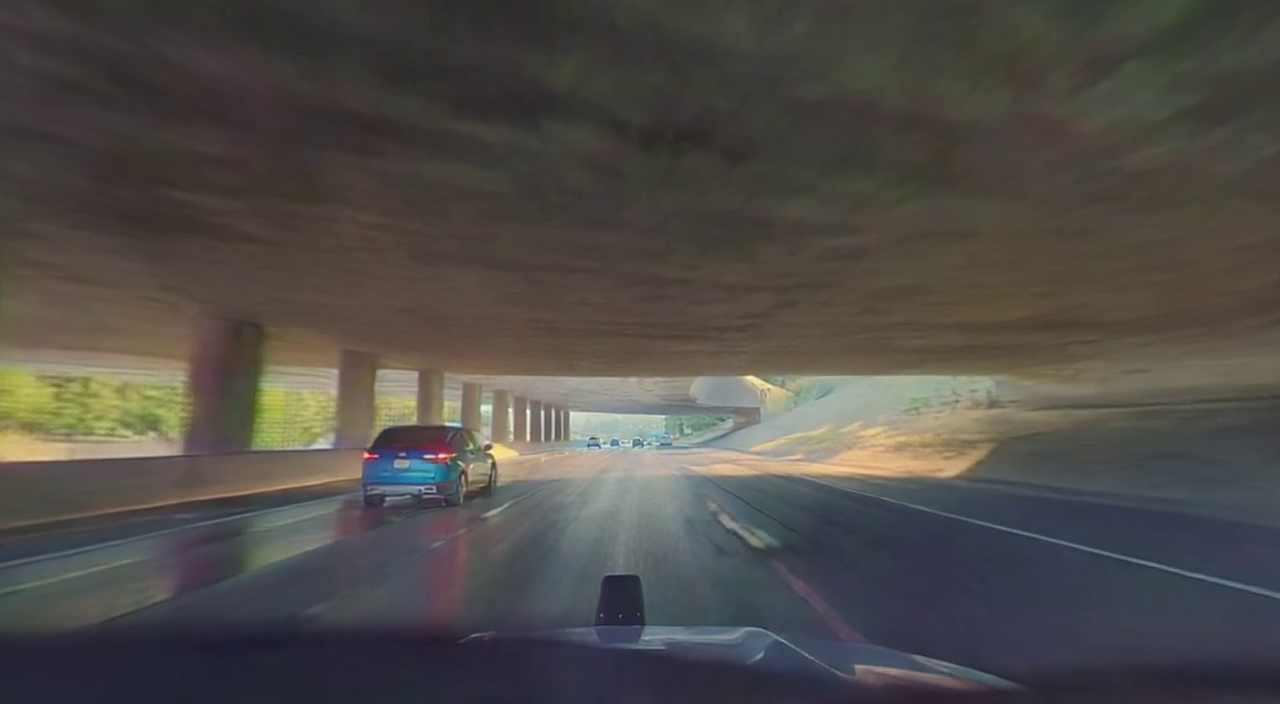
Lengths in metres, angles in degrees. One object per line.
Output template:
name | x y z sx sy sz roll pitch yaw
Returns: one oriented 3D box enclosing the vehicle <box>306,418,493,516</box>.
vehicle | -4.672 2.292 13.063 2.125 1.662 4.336 0 -8 0
